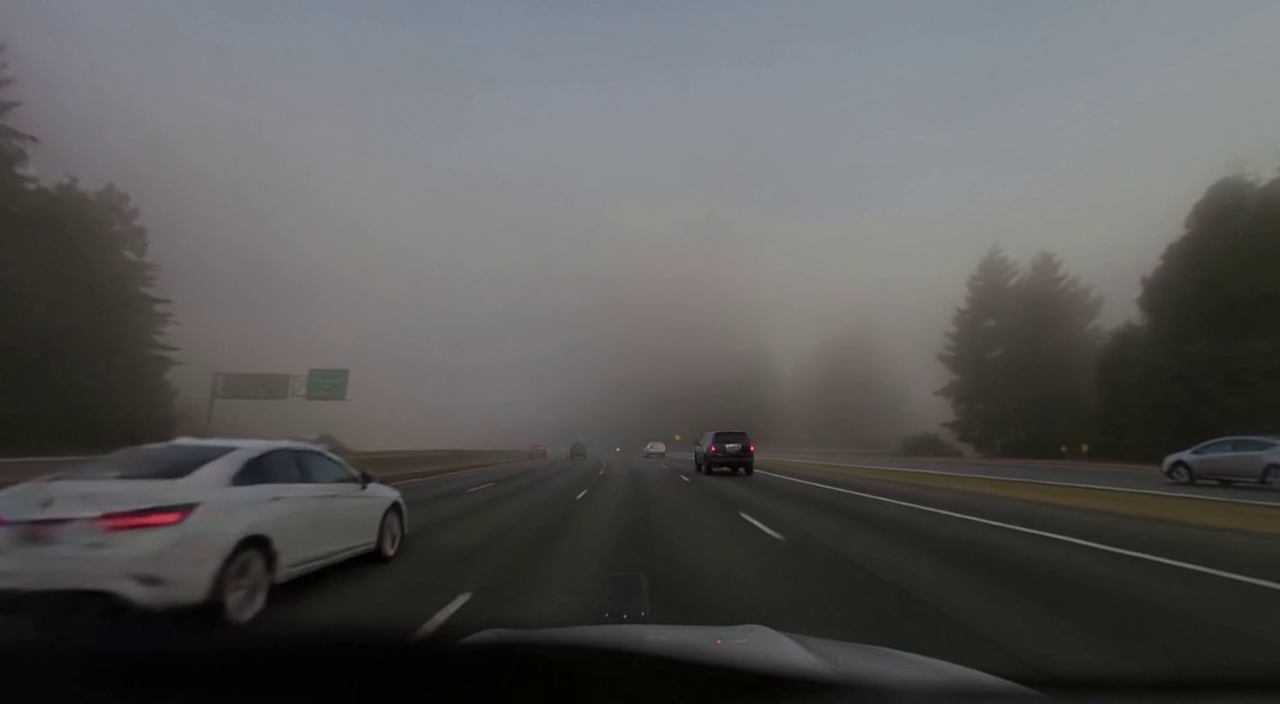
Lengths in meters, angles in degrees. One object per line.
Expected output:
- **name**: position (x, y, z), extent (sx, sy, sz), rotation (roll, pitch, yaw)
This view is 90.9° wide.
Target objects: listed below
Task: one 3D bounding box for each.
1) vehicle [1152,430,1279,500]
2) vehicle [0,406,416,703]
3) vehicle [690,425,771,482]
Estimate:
- **vehicle**: position (15.625, 2.712, 15.358), extent (2.033, 1.580, 4.752), rotation (0, -9, -5)
- **vehicle**: position (-3.778, 1.349, 5.050), extent (2.183, 1.486, 4.848), rotation (-1, -9, 0)
- **vehicle**: position (3.081, 3.592, 22.440), extent (2.043, 1.795, 4.347), rotation (0, -9, -3)
